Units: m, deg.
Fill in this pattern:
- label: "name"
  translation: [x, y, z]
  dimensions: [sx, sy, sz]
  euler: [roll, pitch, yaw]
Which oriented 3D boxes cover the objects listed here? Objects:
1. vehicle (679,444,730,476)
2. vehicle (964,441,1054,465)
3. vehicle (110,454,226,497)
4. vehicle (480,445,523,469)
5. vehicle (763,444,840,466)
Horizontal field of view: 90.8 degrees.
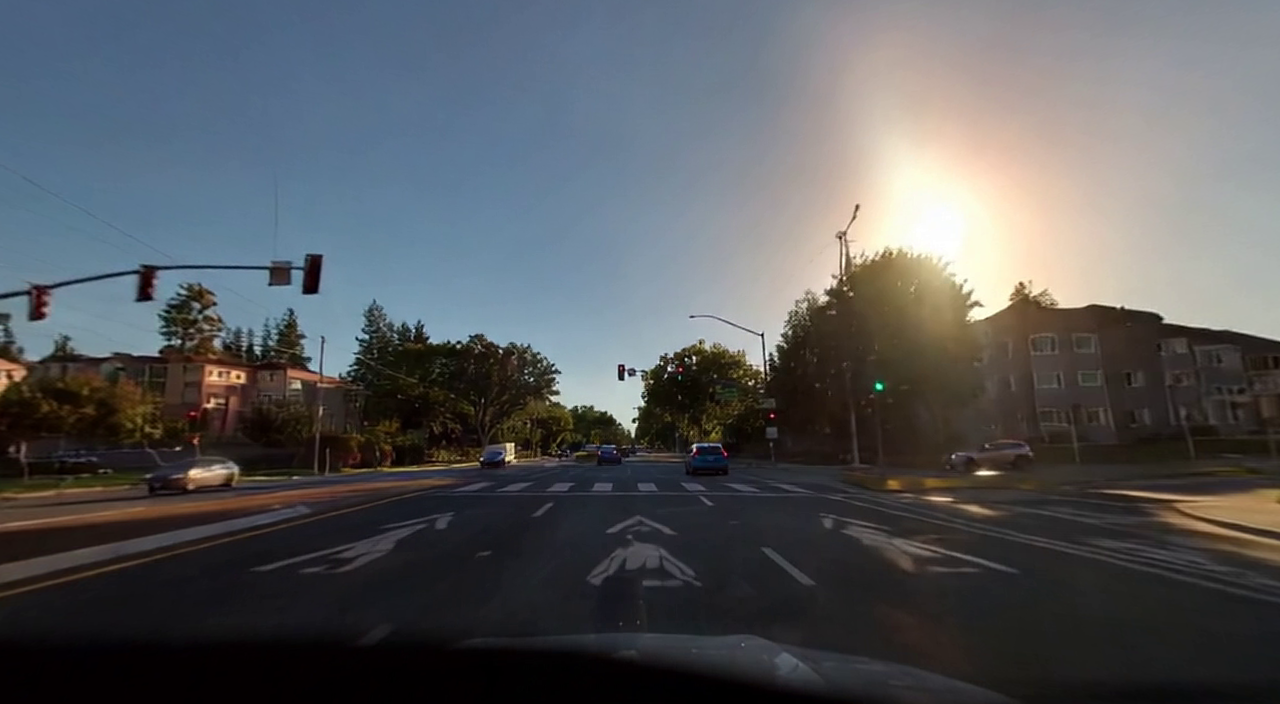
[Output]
- label: "vehicle"
  translation: [3.208, 5.476, 32.278]
  dimensions: [2.068, 1.497, 4.247]
  euler: [0, -8, -1]
- label: "vehicle"
  translation: [24.057, 6.584, 41.353]
  dimensions: [4.580, 1.494, 2.029]
  euler: [0, -8, 3]
- label: "vehicle"
  translation: [-21.371, 5.581, 28.879]
  dimensions: [1.913, 1.700, 4.359]
  euler: [0, -8, 0]
- label: "vehicle"
  translation: [-10.124, 7.689, 46.555]
  dimensions: [2.089, 1.712, 4.638]
  euler: [0, -8, 1]
- label: "vehicle"
  translation: [11.995, 7.660, 47.155]
  dimensions: [5.209, 1.574, 2.008]
  euler: [-8, -11, 42]
